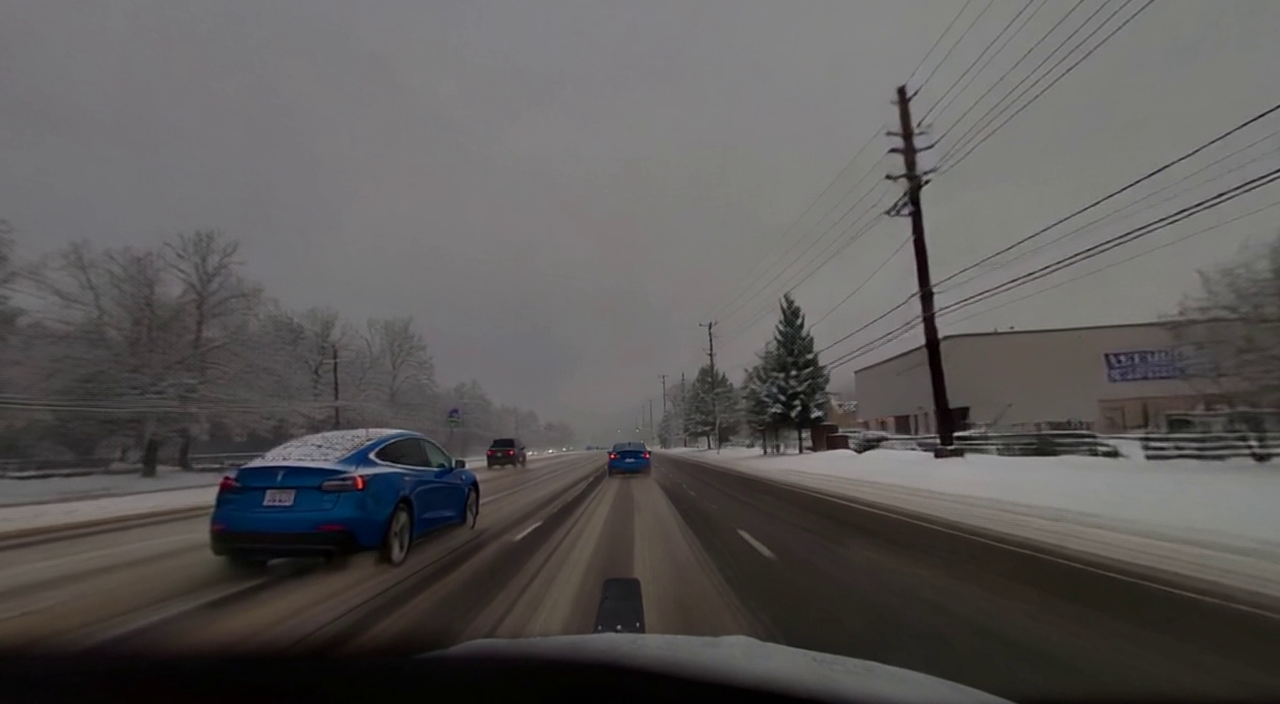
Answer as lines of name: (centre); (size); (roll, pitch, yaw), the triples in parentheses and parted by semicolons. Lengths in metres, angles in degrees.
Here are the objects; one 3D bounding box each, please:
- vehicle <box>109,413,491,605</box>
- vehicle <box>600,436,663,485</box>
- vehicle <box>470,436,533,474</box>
vehicle: (-3.456, 1.695, 7.846); (1.985, 1.607, 4.892); (0, -8, 1)
vehicle: (-0.289, 4.071, 23.998); (2.189, 1.652, 4.135); (0, -8, 0)
vehicle: (-7.208, 5.424, 33.479); (2.203, 1.819, 4.547); (0, -8, 1)
